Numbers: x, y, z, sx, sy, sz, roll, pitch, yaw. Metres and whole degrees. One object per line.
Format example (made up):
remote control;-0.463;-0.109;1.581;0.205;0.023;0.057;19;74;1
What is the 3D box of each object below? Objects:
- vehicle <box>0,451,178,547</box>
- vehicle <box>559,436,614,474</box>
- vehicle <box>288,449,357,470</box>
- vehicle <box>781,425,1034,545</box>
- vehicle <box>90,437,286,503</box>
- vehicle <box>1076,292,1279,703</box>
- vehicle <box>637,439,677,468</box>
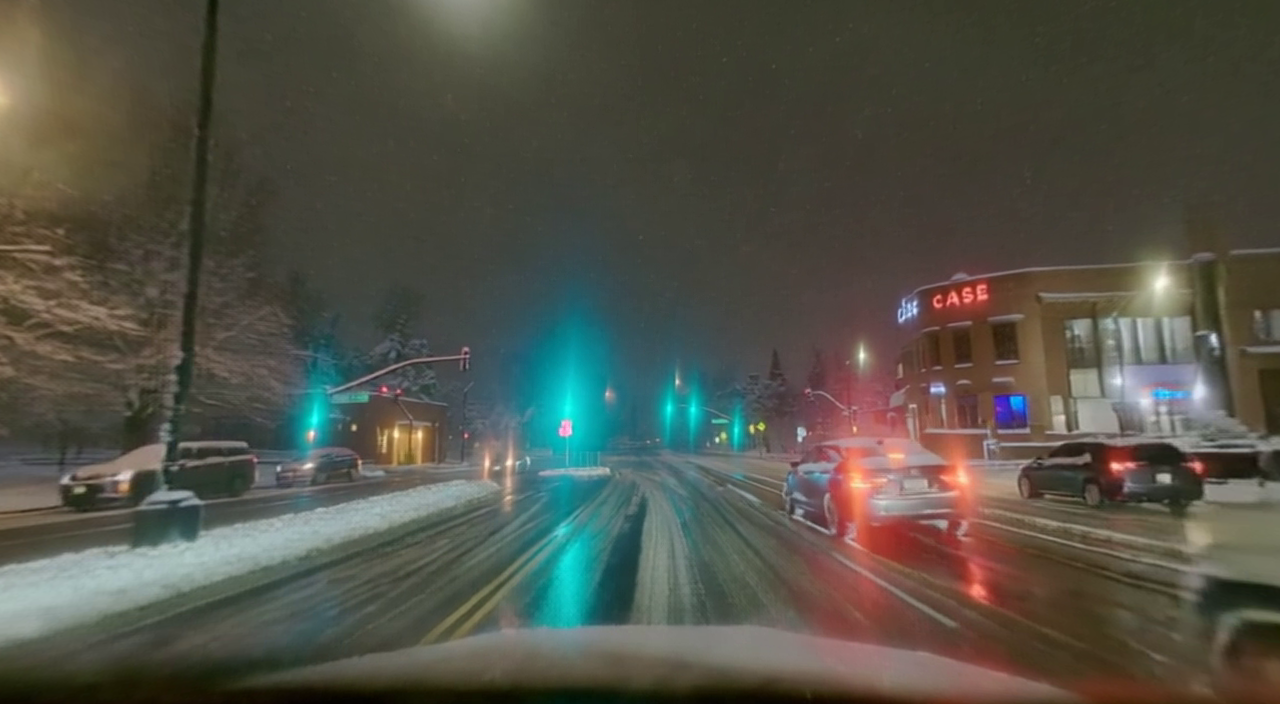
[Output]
vehicle;-10.978;2.549;11.403;1.884;1.456;4.356;0;-8;1
vehicle;-2.452;4.856;29.939;2.057;1.678;4.639;-1;-8;2
vehicle;-24.888;8.431;49.491;4.687;1.482;1.914;4;-9;-28
vehicle;3.949;2.052;10.515;2.109;1.510;4.927;0;-8;1
vehicle;-14.999;3.916;21.560;2.337;1.895;5.872;0;-8;0
vehicle;3.357;0.469;0.662;2.282;1.797;4.924;0;-8;1
vehicle;0.920;5.553;34.671;2.059;1.477;3.988;0;-8;1
